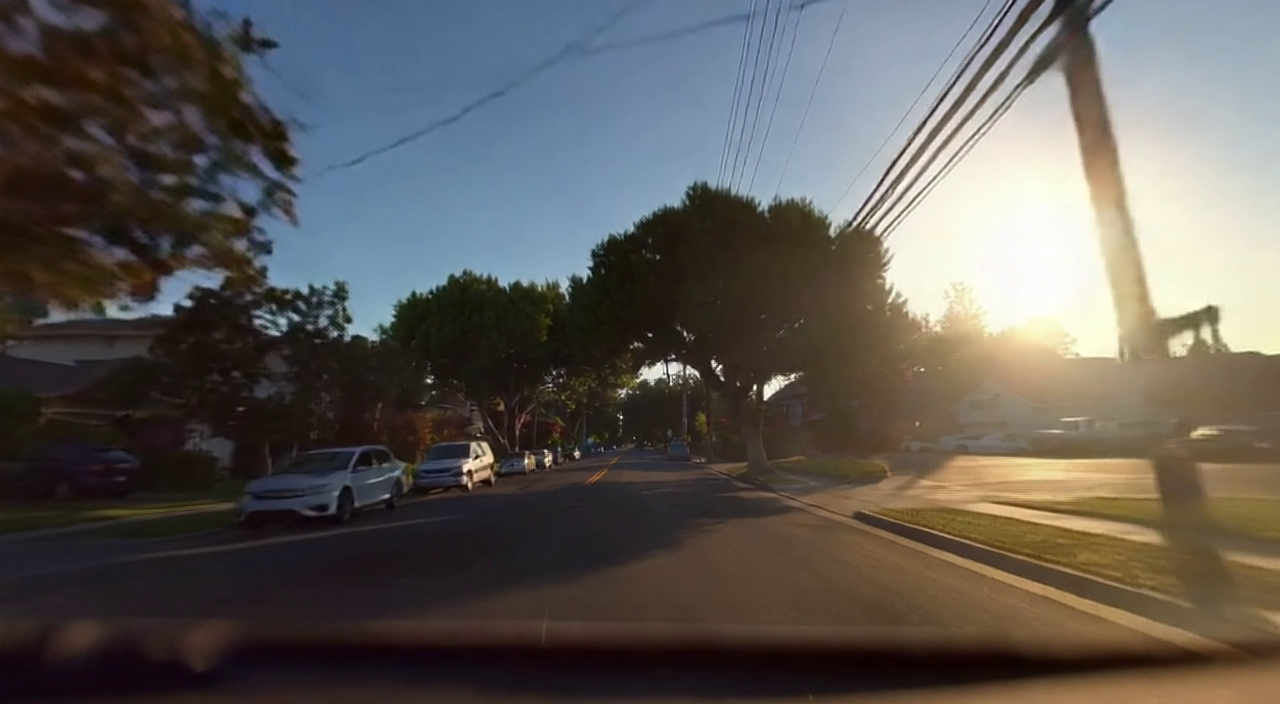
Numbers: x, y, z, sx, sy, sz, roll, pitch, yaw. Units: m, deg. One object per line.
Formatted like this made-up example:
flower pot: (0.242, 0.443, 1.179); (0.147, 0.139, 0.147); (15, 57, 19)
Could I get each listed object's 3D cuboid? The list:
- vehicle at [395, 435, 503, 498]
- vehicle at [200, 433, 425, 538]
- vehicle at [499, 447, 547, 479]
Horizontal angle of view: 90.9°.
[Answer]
vehicle: (-6.772, 4.071, 23.236); (2.144, 1.955, 6.159); (0, -7, -1)
vehicle: (-6.739, 2.758, 13.914); (2.120, 1.799, 5.370); (-1, -8, 0)
vehicle: (-6.909, 6.587, 37.728); (1.852, 1.510, 4.812); (-5, -7, 0)
